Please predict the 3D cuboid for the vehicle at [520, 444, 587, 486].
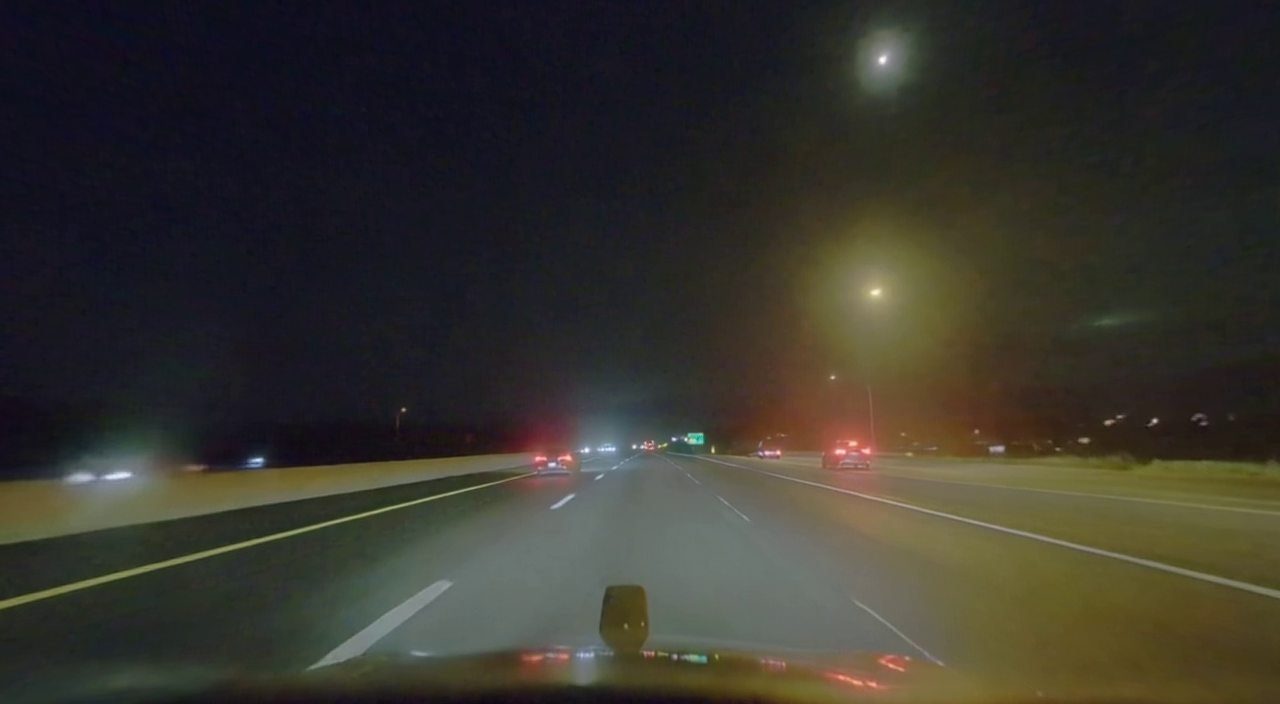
[{"bbox_3d":[-3.310,4.393,24.846,1.968,1.504,3.892,0,-8,2],"label":"vehicle"}]
